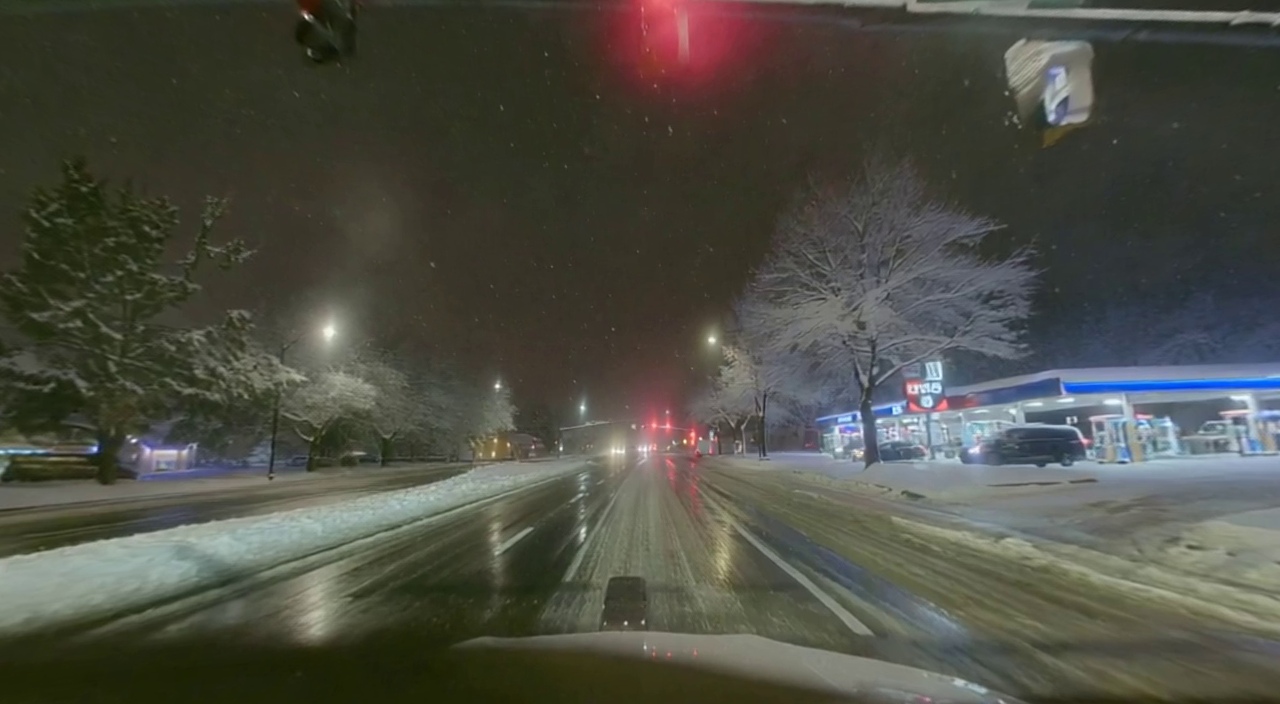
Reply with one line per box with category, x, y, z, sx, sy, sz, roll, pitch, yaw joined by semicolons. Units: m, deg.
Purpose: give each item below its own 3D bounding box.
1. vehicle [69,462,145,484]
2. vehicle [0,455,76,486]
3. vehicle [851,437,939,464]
vehicle;-39.160;8.888;46.421;1.784;1.385;4.365;0;-8;0
vehicle;-44.876;8.700;46.544;1.967;1.945;4.695;-4;-8;2
vehicle;15.426;5.952;38.262;4.510;1.517;2.035;1;-9;-12
